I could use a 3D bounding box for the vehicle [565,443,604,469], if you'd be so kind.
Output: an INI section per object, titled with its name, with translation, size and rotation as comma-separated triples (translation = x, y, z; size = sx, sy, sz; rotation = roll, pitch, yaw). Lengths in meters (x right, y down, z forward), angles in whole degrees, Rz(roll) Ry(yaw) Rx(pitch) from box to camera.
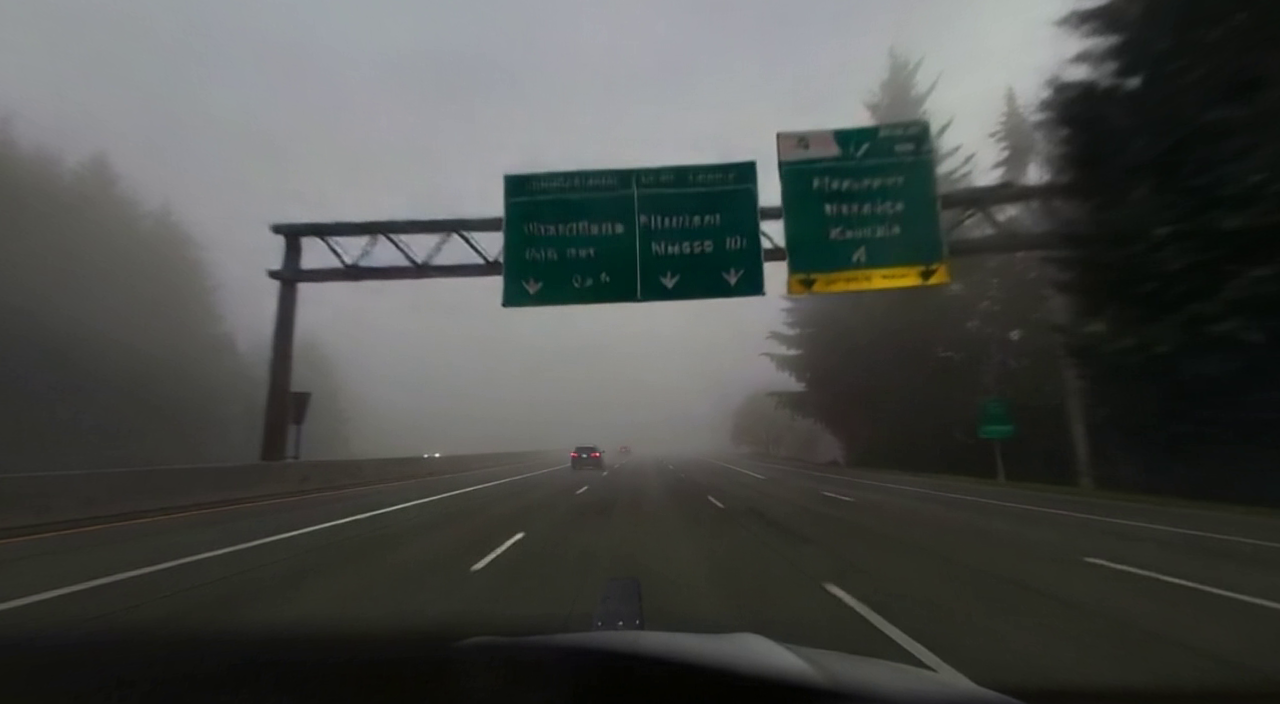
[vehicle]
translation = -3.360, 6.387, 38.931
size = 1.979, 1.521, 4.147
rotation = 0, -9, 1
